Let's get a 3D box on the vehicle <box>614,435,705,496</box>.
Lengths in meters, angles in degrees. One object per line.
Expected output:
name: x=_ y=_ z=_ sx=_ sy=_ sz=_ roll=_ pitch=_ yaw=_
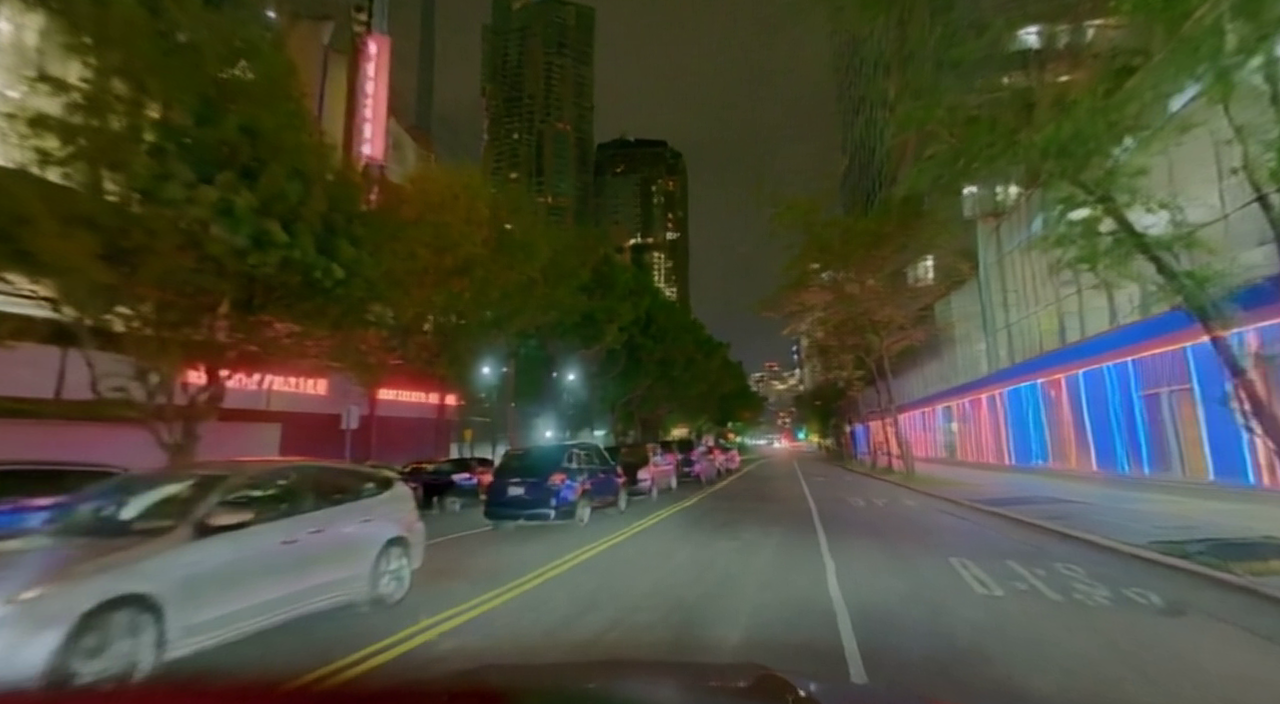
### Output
vehicle: x=0.813 y=3.848 z=21.794 sx=2.225 sy=1.848 sz=4.472 roll=-2 pitch=-9 yaw=14

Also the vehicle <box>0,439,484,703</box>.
vehicle: x=-3.391 y=1.527 z=5.152 sx=2.017 sy=1.558 sz=4.888 roll=-2 pitch=-9 yaw=14

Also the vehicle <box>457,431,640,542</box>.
vehicle: x=-1.585 y=2.601 z=12.983 sx=2.173 sy=1.814 sz=4.573 roll=-2 pitch=-9 yaw=13
